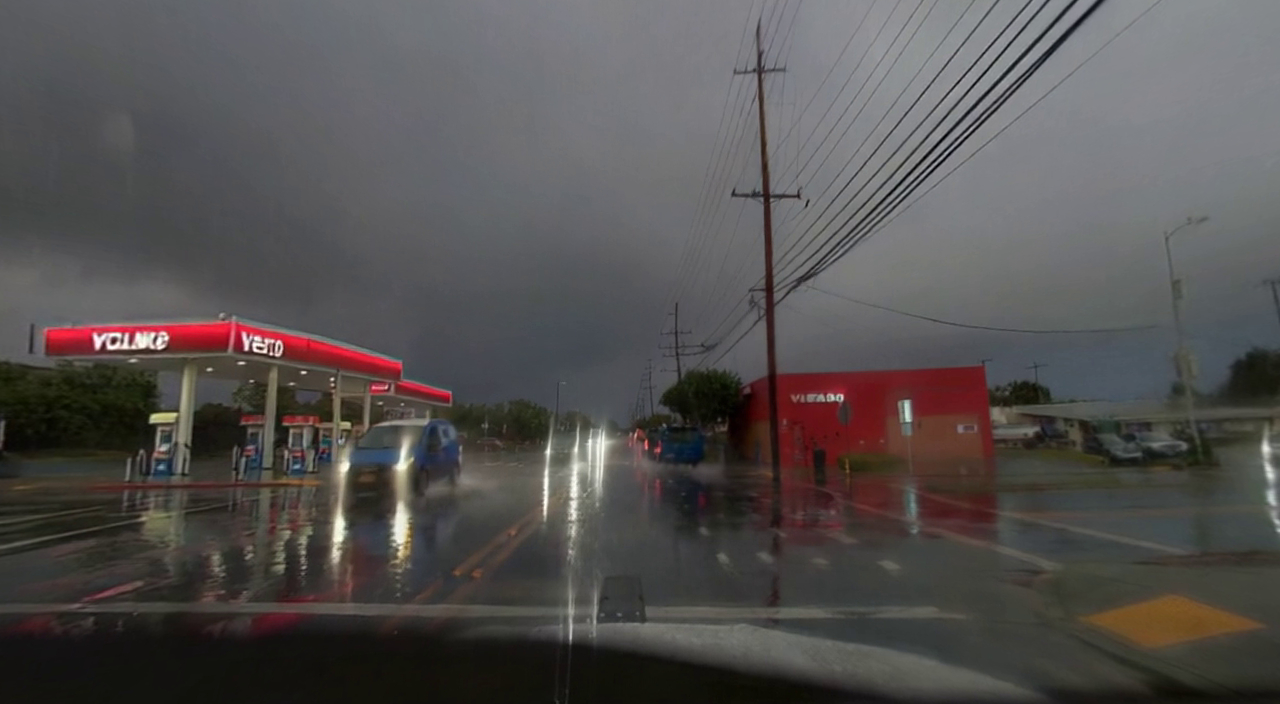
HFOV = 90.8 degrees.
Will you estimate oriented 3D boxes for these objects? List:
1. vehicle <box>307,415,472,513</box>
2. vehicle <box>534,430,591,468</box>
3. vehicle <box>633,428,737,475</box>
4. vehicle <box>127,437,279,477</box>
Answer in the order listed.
[{"bbox_3d":[-5.668,2.609,15.144,2.222,1.931,4.882,1,-9,-4],"label":"vehicle"},{"bbox_3d":[-3.939,5.049,32.999,2.274,1.844,4.843,0,-8,1],"label":"vehicle"},{"bbox_3d":[1.667,3.923,24.967,2.000,1.663,4.271,5,-10,-31],"label":"vehicle"},{"bbox_3d":[-17.510,4.180,25.371,5.116,1.487,1.928,-2,-9,12],"label":"vehicle"}]
